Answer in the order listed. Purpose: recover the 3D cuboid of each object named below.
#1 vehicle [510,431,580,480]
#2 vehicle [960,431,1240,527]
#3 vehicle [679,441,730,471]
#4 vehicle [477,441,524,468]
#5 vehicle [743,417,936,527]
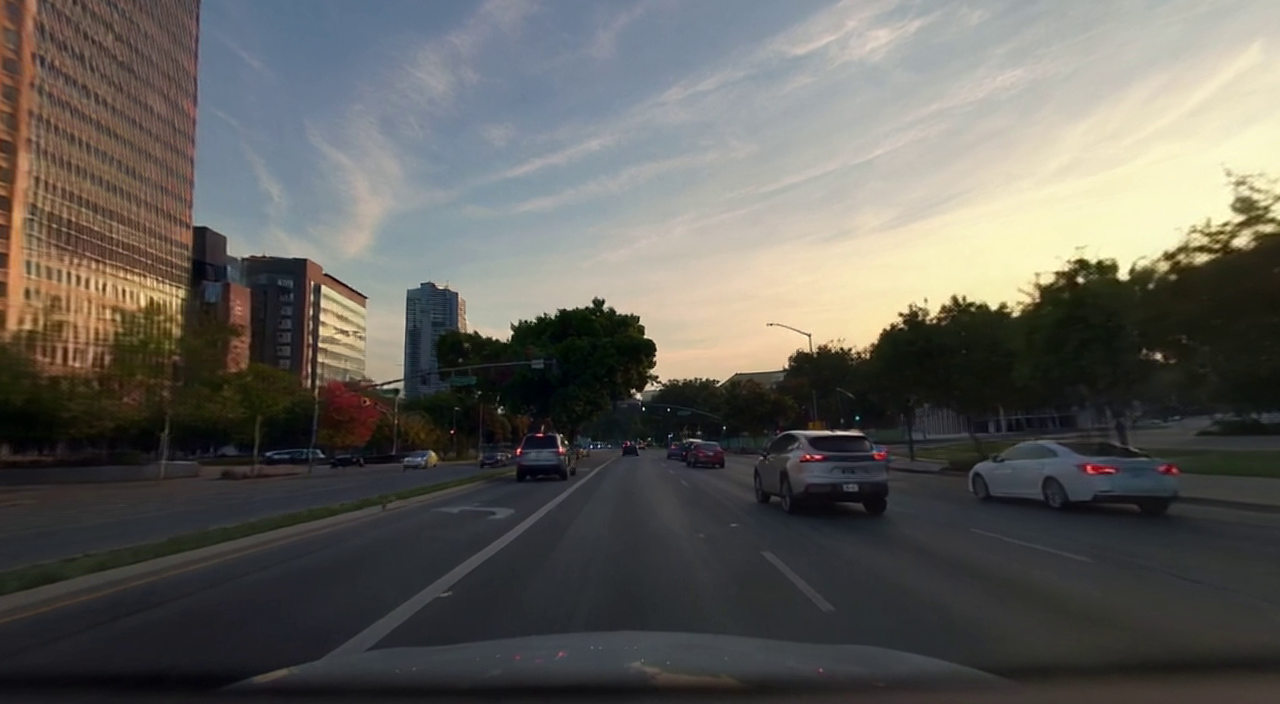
[{"bbox_3d":[-3.715,4.126,25.363,2.155,1.797,3.989,-1,-8,0],"label":"vehicle"},{"bbox_3d":[8.528,2.367,12.453,1.944,1.503,4.723,0,-8,0],"label":"vehicle"},{"bbox_3d":[3.339,5.468,33.482,2.054,1.473,4.511,0,-8,-2],"label":"vehicle"},{"bbox_3d":[-9.055,6.675,41.411,2.036,1.655,4.529,0,-8,0],"label":"vehicle"},{"bbox_3d":[3.594,2.268,12.539,2.152,1.742,4.704,0,-8,-2],"label":"vehicle"}]
